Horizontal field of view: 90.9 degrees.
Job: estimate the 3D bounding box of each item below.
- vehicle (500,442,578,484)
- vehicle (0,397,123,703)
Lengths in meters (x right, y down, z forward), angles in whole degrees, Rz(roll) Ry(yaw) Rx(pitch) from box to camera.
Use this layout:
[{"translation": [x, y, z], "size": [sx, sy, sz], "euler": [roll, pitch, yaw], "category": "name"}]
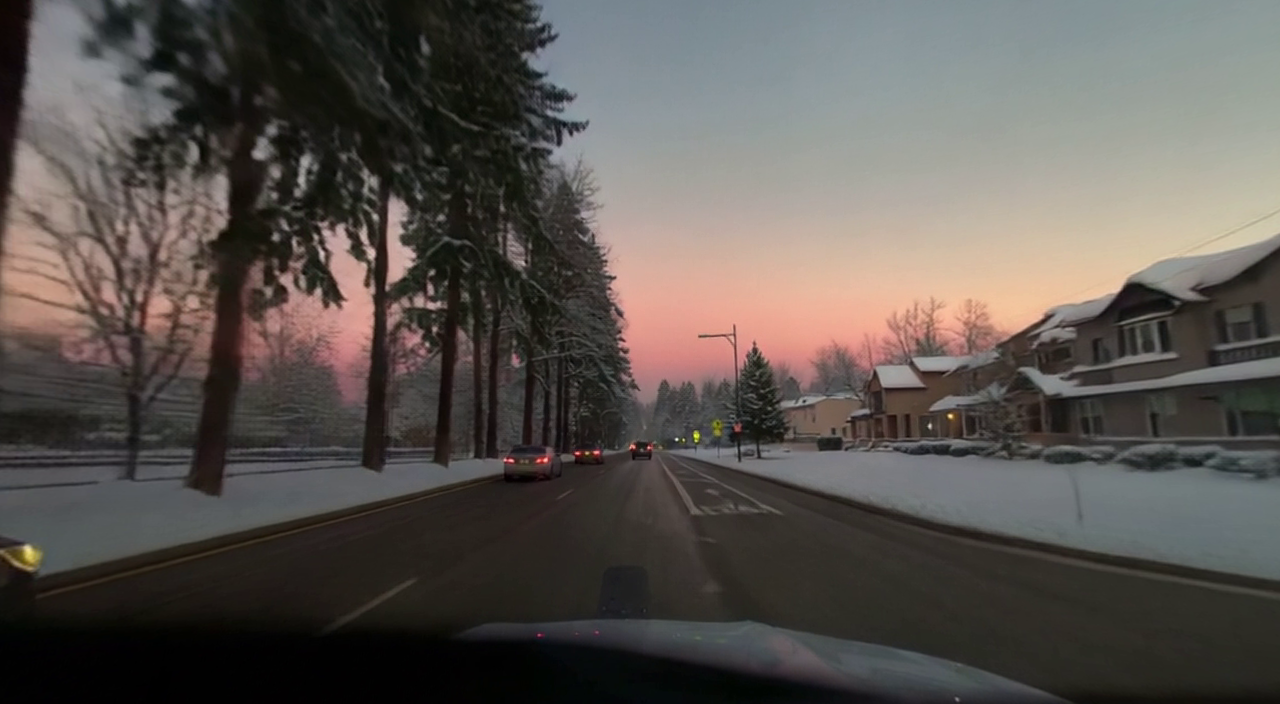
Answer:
[{"translation": [-3.791, 4.275, 24.665], "size": [2.188, 1.473, 4.651], "euler": [0, -8, 1], "category": "vehicle"}, {"translation": [-3.899, 0.695, 0.848], "size": [2.190, 1.545, 4.943], "euler": [0, -8, 0], "category": "vehicle"}]
